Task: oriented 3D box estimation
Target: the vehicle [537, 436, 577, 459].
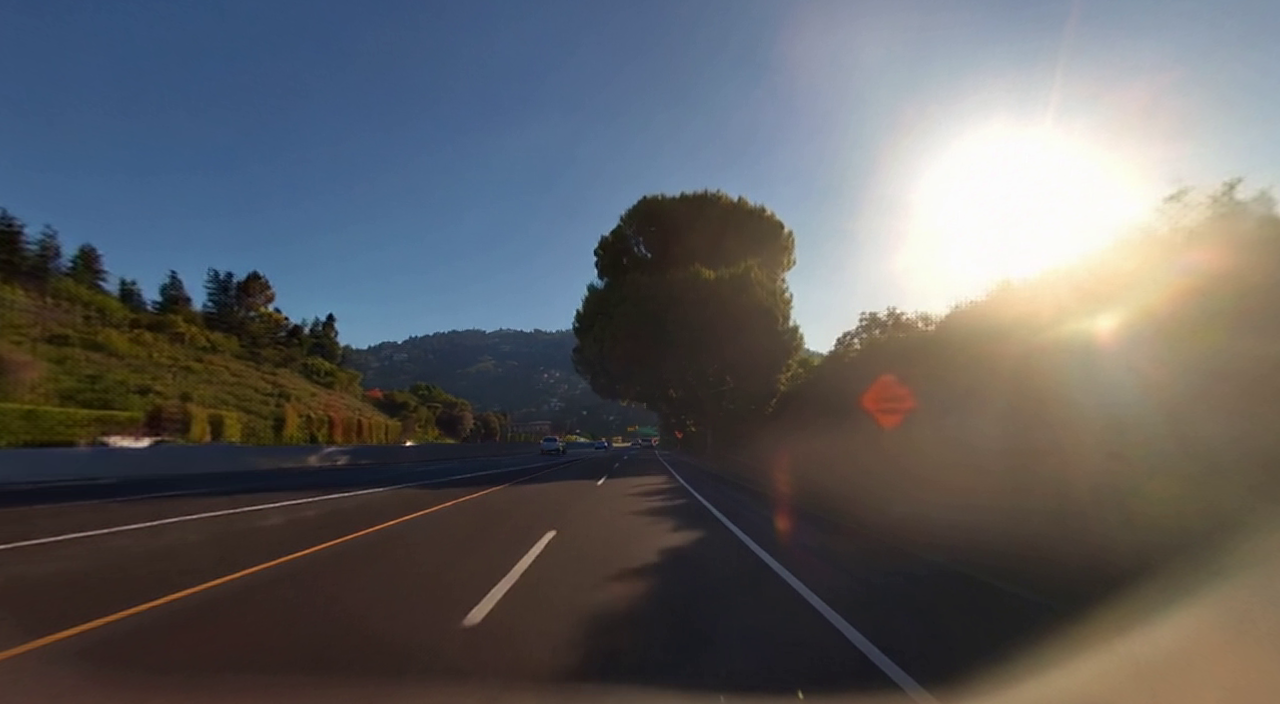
[{"bbox_3d":[-6.104,7.034,46.857,2.141,1.612,3.998,-1,-8,5],"label":"vehicle"}]
